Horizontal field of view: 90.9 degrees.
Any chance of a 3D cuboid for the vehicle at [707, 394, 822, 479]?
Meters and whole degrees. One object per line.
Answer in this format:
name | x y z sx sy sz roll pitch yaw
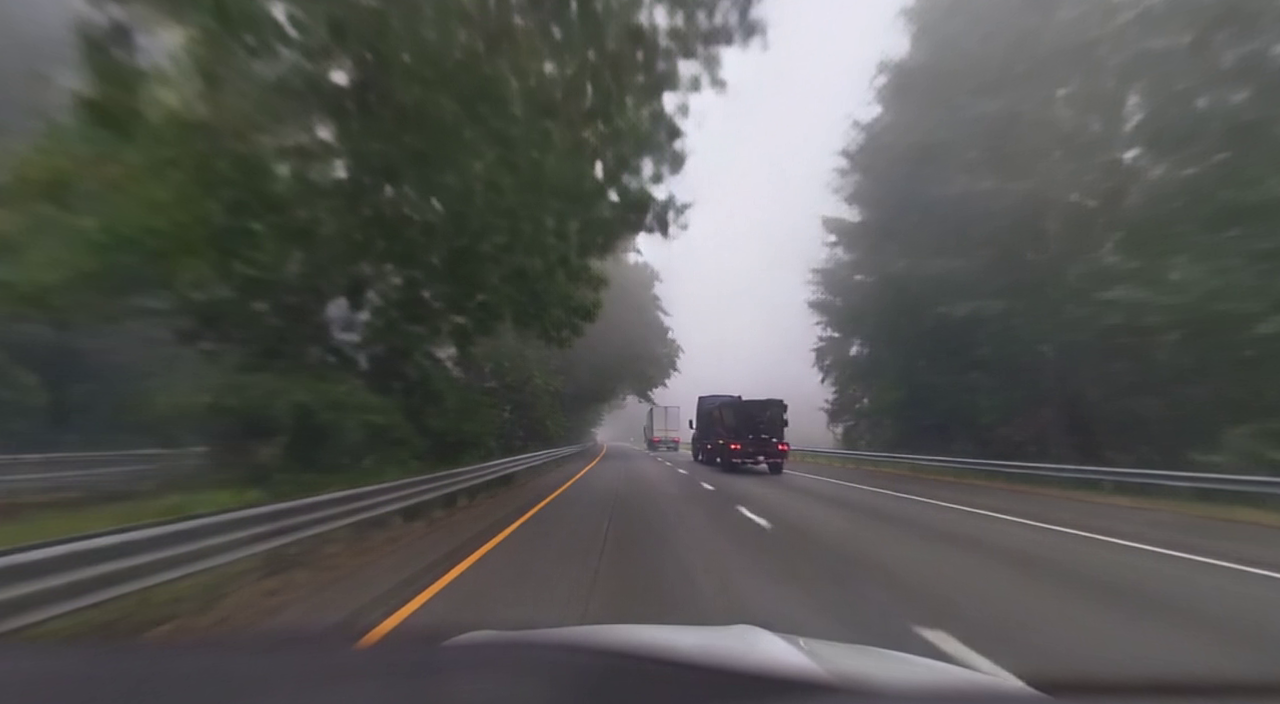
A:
vehicle | 4.364 3.146 23.568 2.741 2.716 6.323 0 -8 -2
